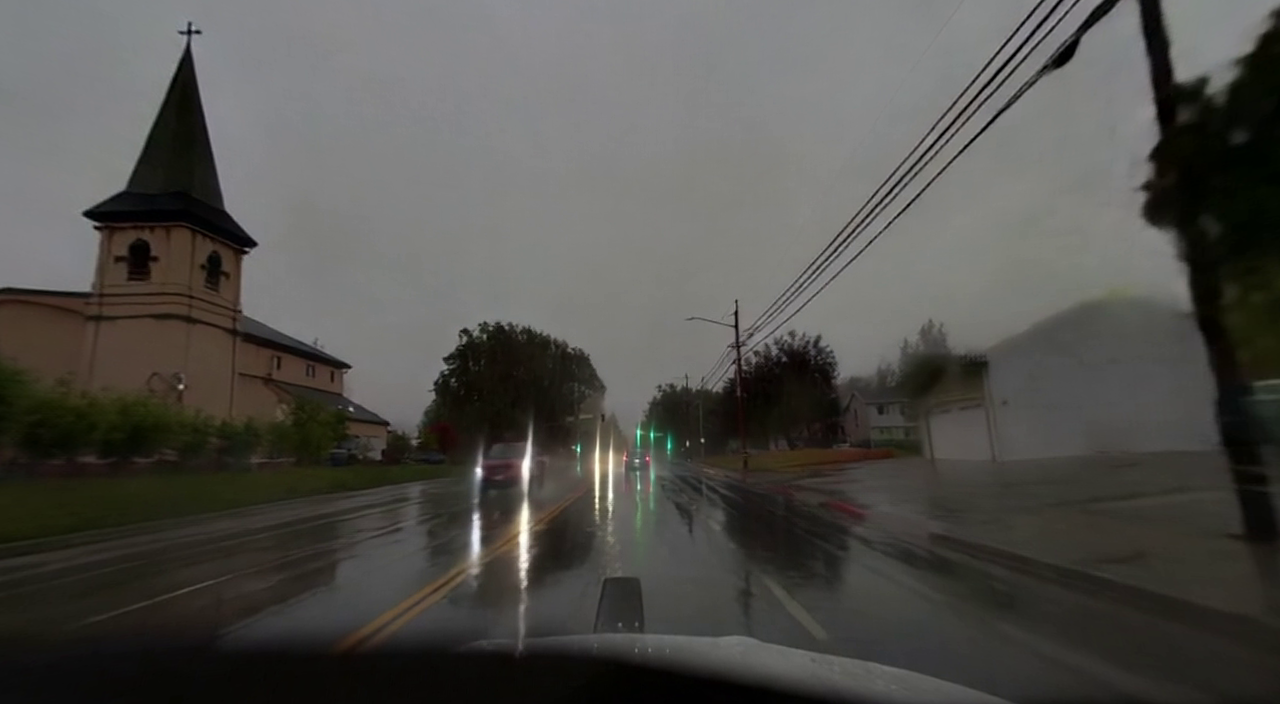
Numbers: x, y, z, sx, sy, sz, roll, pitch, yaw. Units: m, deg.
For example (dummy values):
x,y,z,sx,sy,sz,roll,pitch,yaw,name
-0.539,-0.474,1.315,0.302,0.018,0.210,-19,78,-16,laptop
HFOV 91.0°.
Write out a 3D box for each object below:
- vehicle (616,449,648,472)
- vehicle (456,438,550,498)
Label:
x,y,z,sx,sy,sz,roll,pitch,yaw,name
-0.564,7.458,43.488,2.093,1.497,4.010,0,-9,-1,vehicle
-4.793,4.156,22.931,2.212,1.906,4.958,0,-9,1,vehicle
